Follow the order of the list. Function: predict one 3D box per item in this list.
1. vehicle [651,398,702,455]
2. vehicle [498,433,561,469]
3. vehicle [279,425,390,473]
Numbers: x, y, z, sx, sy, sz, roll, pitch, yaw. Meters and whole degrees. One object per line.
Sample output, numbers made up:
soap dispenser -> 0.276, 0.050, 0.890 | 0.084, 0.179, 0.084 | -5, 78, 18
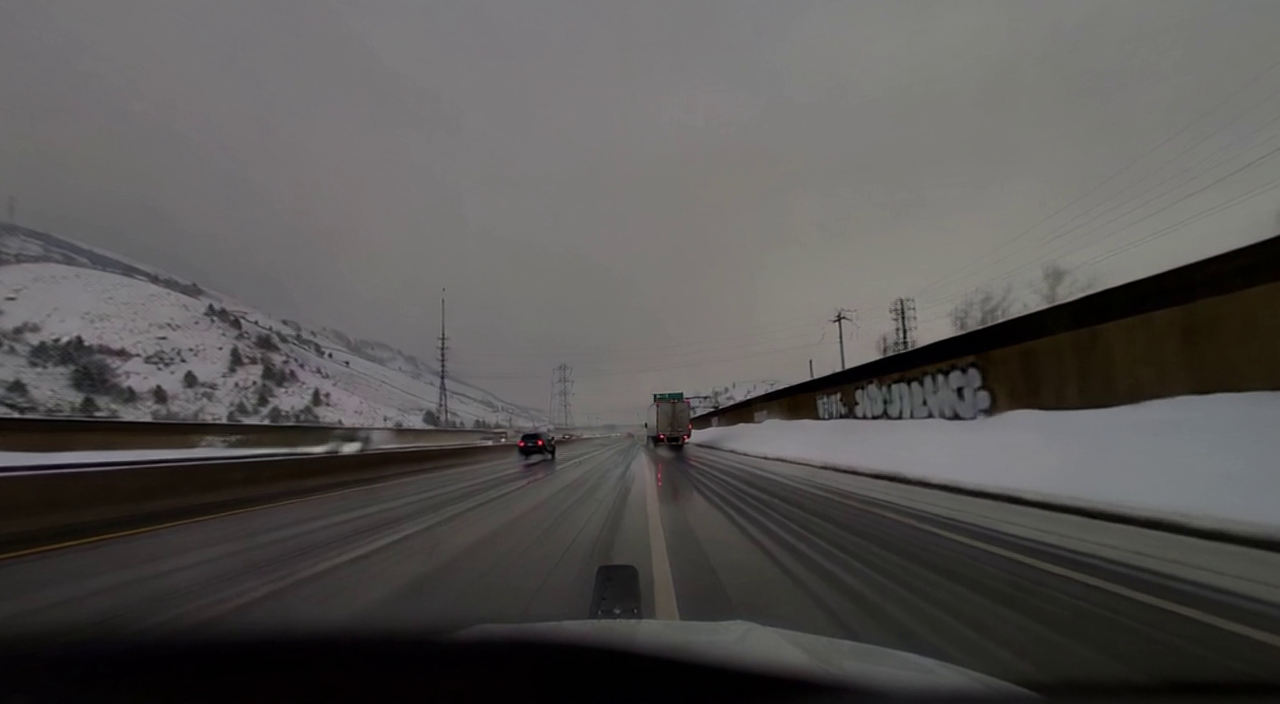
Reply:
vehicle -> 2.539, 5.823, 48.187 | 3.060, 3.842, 11.095 | 0, -8, -1
vehicle -> -4.827, 4.392, 28.138 | 1.965, 1.486, 4.448 | 0, -8, 1
vehicle -> -12.417, 3.969, 26.064 | 2.136, 1.767, 4.755 | 0, -8, 1
